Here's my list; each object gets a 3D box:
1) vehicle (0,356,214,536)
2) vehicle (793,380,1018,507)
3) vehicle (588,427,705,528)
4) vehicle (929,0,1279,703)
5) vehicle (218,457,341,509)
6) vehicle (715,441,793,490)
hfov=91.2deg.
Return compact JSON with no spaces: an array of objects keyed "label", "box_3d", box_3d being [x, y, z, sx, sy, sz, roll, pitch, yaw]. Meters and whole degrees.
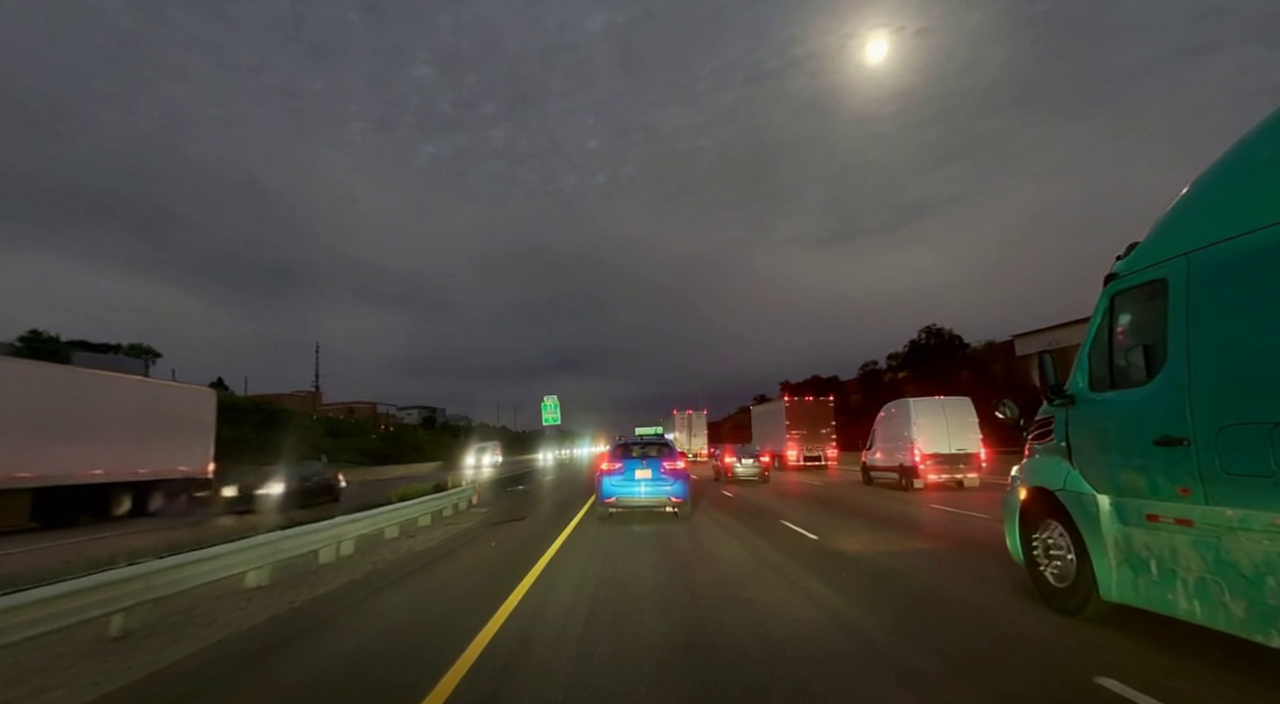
[{"label":"vehicle","box_3d":[-15.895,1.991,13.190,2.935,4.012,16.174,0,-9,-1]},{"label":"vehicle","box_3d":[7.987,3.102,21.128,2.799,3.188,10.578,0,-9,-1]},{"label":"vehicle","box_3d":[0.116,2.390,12.357,1.965,1.664,3.428,0,-9,0]},{"label":"vehicle","box_3d":[4.190,-0.054,2.595,2.987,3.877,5.881,0,-9,0]},{"label":"vehicle","box_3d":[-12.010,4.344,21.228,1.917,1.518,3.802,0,-9,-1]},{"label":"vehicle","box_3d":[3.802,3.843,21.534,1.859,1.512,3.711,0,-9,-2]}]
